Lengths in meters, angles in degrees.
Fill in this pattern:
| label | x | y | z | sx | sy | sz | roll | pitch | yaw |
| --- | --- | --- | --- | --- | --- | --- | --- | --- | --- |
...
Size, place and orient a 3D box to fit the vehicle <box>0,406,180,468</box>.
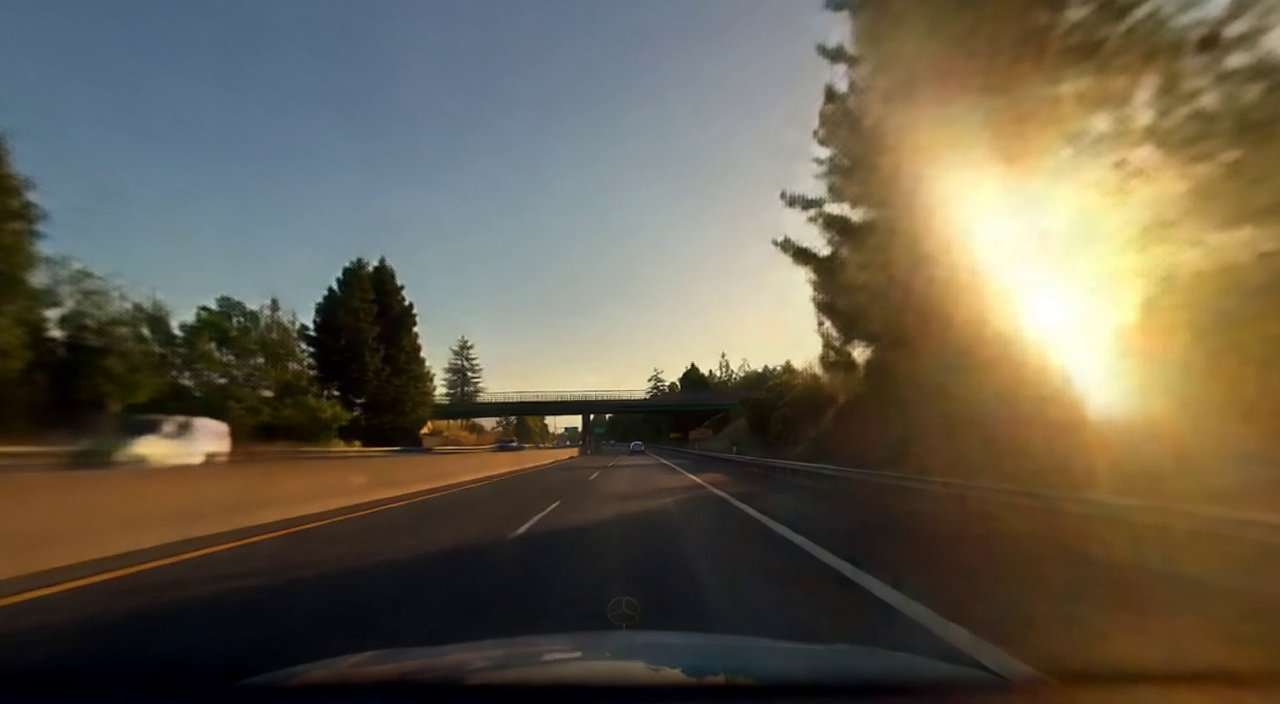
| label | x | y | z | sx | sy | sz | roll | pitch | yaw |
| --- | --- | --- | --- | --- | --- | --- | --- | --- | --- |
| vehicle | -16.265 | 2.539 | 18.577 | 1.990 | 1.585 | 4.448 | 0 | -9 | 0 |
